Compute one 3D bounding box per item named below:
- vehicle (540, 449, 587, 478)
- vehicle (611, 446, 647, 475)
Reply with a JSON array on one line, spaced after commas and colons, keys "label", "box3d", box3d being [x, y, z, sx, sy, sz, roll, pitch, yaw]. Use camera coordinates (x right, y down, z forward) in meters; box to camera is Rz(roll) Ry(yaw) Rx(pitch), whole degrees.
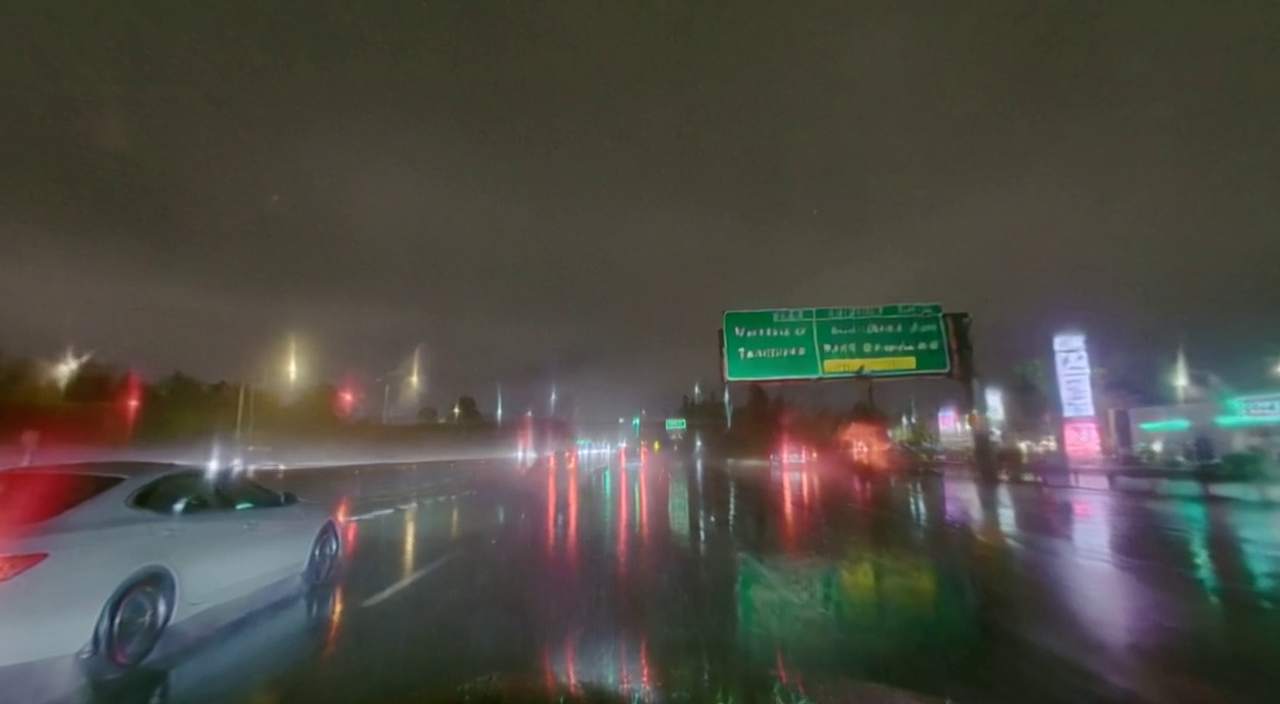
[{"label": "vehicle", "box3d": [-4.311, 6.369, 36.130, 2.071, 1.553, 4.388, 0, -9, 2]}, {"label": "vehicle", "box3d": [-0.615, 6.597, 38.439, 2.102, 1.692, 4.057, 0, -9, 1]}]
